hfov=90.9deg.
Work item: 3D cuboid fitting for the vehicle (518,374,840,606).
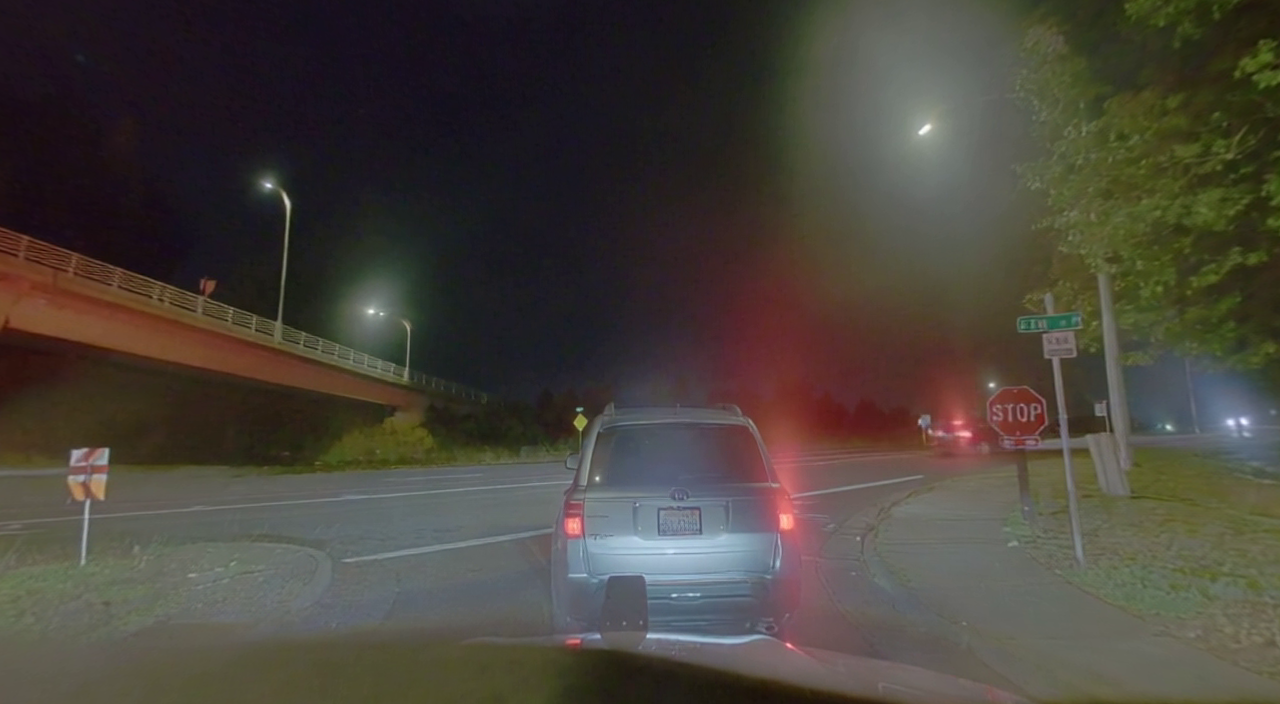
[{"bbox_3d":[0.312,1.400,7.162,2.494,1.804,4.336,0,-9,0],"label":"vehicle"}]

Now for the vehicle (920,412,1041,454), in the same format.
[{"bbox_3d":[14.721,3.548,27.246,5.060,1.648,2.038,5,-10,-28],"label":"vehicle"}]
